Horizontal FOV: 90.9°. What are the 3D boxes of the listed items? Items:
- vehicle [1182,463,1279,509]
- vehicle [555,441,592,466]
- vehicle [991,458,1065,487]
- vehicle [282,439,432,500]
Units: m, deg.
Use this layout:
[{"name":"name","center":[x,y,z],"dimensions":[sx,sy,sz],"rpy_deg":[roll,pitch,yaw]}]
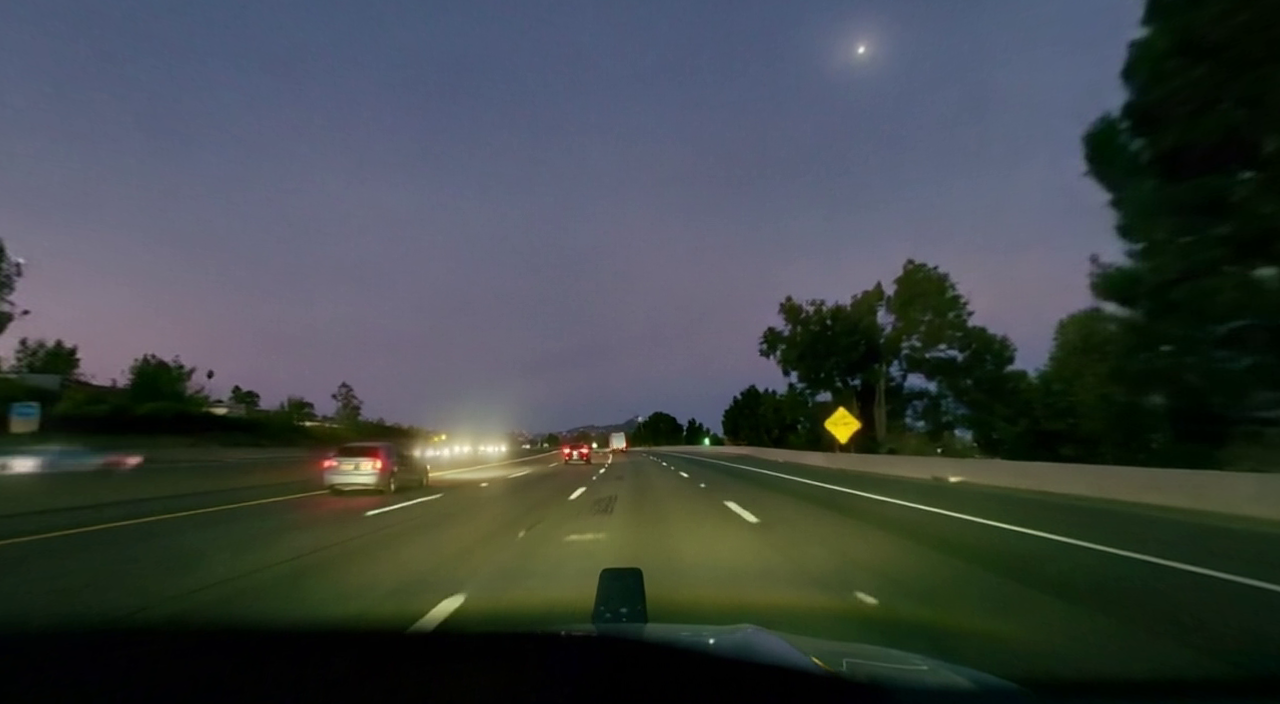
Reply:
[{"name":"vehicle","center":[23.637,5.067,24.254],"dimensions":[1.950,1.462,4.391],"rpy_deg":[-1,-8,6]},{"name":"vehicle","center":[-4.112,6.323,39.494],"dimensions":[1.936,1.465,4.060],"rpy_deg":[0,-8,-1]},{"name":"vehicle","center":[22.172,6.883,36.246],"dimensions":[2.005,1.478,4.056],"rpy_deg":[-1,-8,6]},{"name":"vehicle","center":[-7.698,3.215,17.797],"dimensions":[2.038,1.463,4.656],"rpy_deg":[0,-8,1]}]
